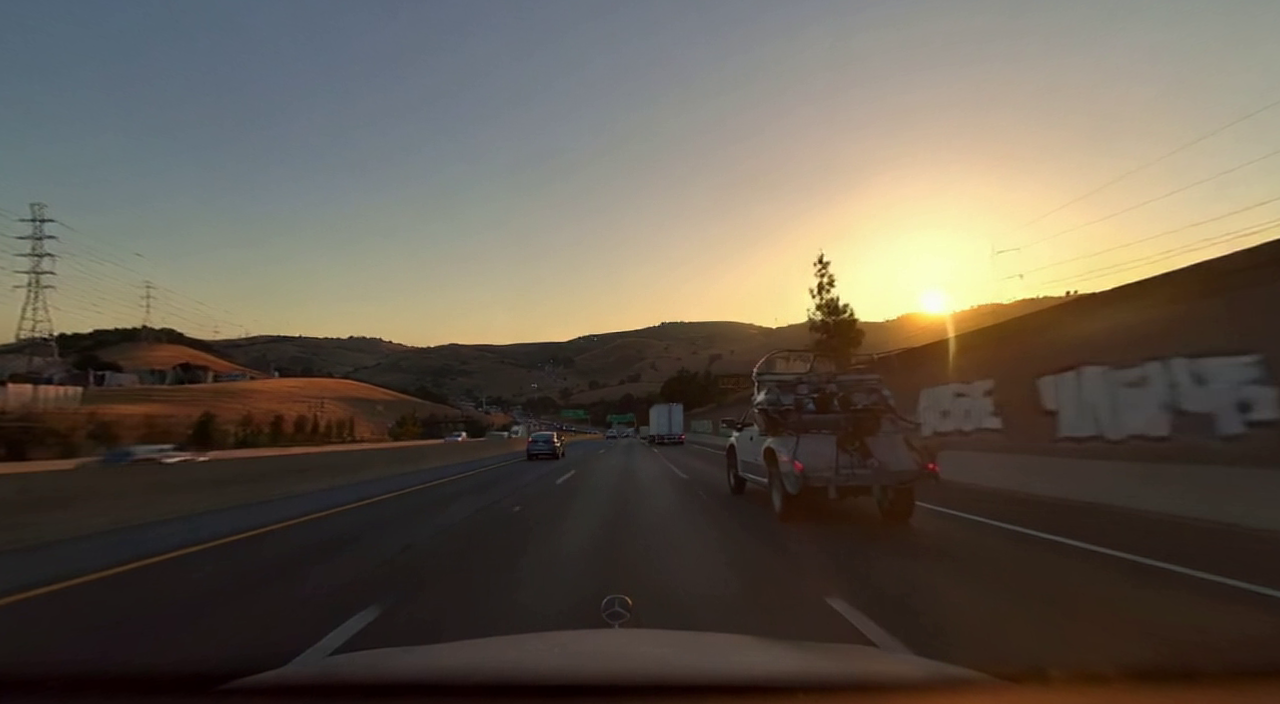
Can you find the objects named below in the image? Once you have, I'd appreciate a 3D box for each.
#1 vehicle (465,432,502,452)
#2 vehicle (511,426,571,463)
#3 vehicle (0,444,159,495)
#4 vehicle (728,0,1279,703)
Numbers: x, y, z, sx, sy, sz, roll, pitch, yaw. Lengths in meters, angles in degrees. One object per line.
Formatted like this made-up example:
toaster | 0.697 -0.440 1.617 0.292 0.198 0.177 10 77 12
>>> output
vehicle | -12.294 7.081 49.705 1.879 1.472 4.325 0 -7 -1
vehicle | -4.277 4.080 27.916 1.965 1.486 4.448 0 -7 0
vehicle | -18.878 3.875 21.246 1.806 1.454 4.468 0 -7 -1
vehicle | 3.658 0.335 8.412 3.060 3.842 11.095 0 -8 -2
